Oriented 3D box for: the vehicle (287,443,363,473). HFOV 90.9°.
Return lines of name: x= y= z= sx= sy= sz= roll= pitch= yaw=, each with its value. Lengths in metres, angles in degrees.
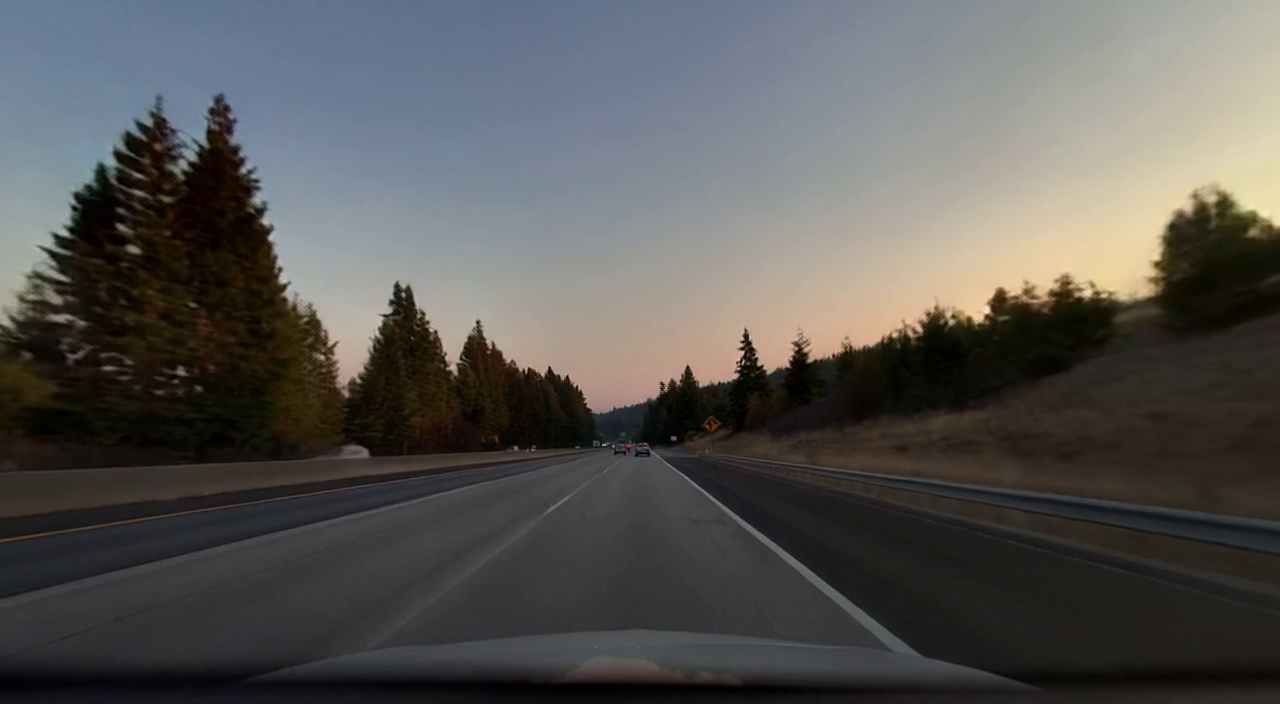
vehicle: x=-17.174 y=5.768 z=34.677 sx=1.869 sy=1.522 sz=4.318 roll=0 pitch=-8 yaw=1
